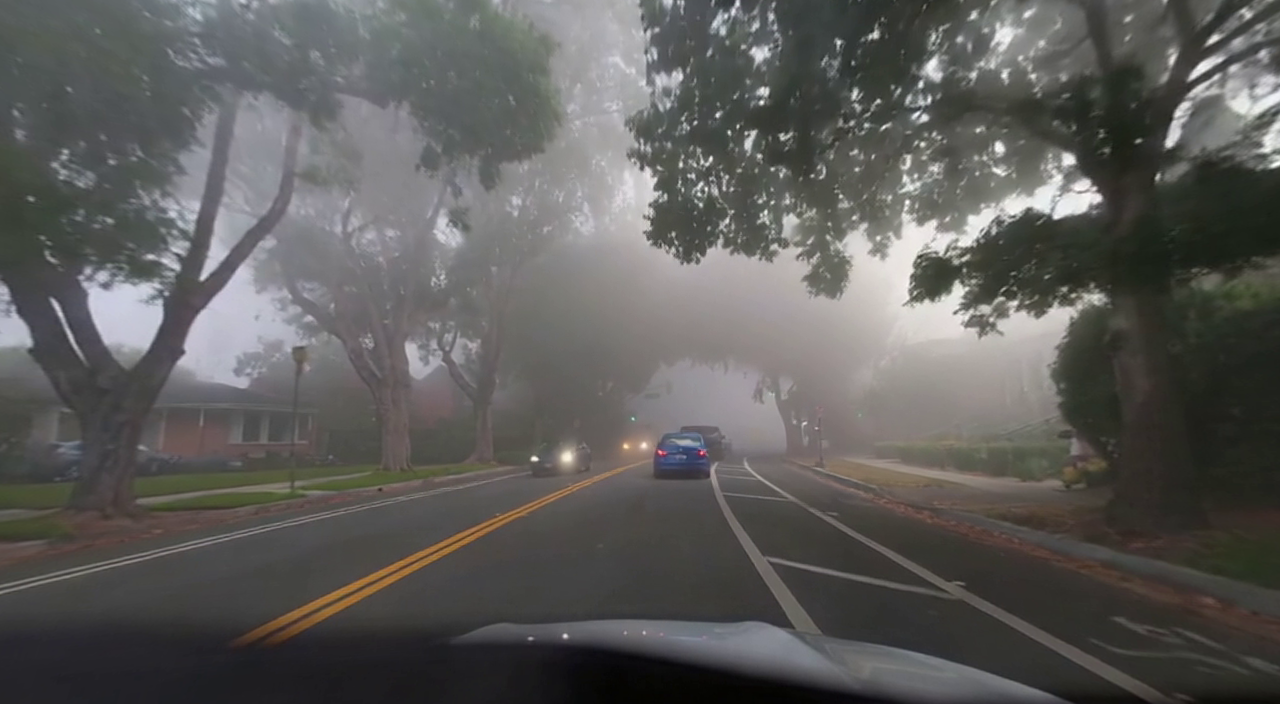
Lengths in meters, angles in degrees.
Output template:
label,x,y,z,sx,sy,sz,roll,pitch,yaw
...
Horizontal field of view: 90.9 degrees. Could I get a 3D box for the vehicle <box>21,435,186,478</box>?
label,x,y,z,sx,sy,sz,roll,pitch,yaw
vehicle,-19.969,3.858,23.778,1.937,1.450,4.422,-1,-8,9

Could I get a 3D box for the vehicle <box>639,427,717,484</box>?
label,x,y,z,sx,sy,sz,roll,pitch,yaw
vehicle,1.133,3.034,18.803,2.070,1.516,3.936,0,-8,3

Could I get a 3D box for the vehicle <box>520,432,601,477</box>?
label,x,y,z,sx,sy,sz,roll,pitch,yaw
vehicle,-2.827,3.752,23.457,1.961,1.498,4.401,-1,-8,7
